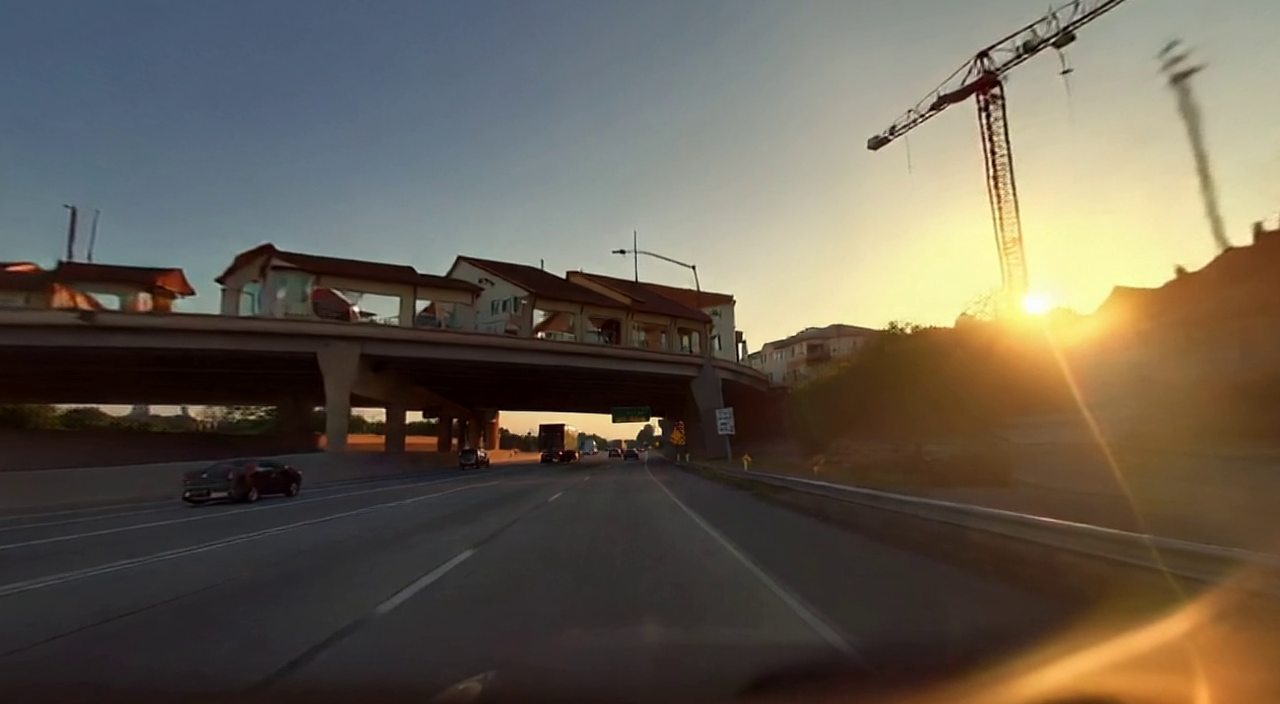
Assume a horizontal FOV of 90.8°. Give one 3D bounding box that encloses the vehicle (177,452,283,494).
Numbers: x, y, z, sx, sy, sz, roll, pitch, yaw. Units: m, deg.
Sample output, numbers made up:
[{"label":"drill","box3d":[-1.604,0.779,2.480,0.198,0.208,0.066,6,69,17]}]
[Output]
[{"label":"vehicle","box3d":[-19.206,5.649,29.882,1.932,1.752,4.541,0,-9,0]}]
